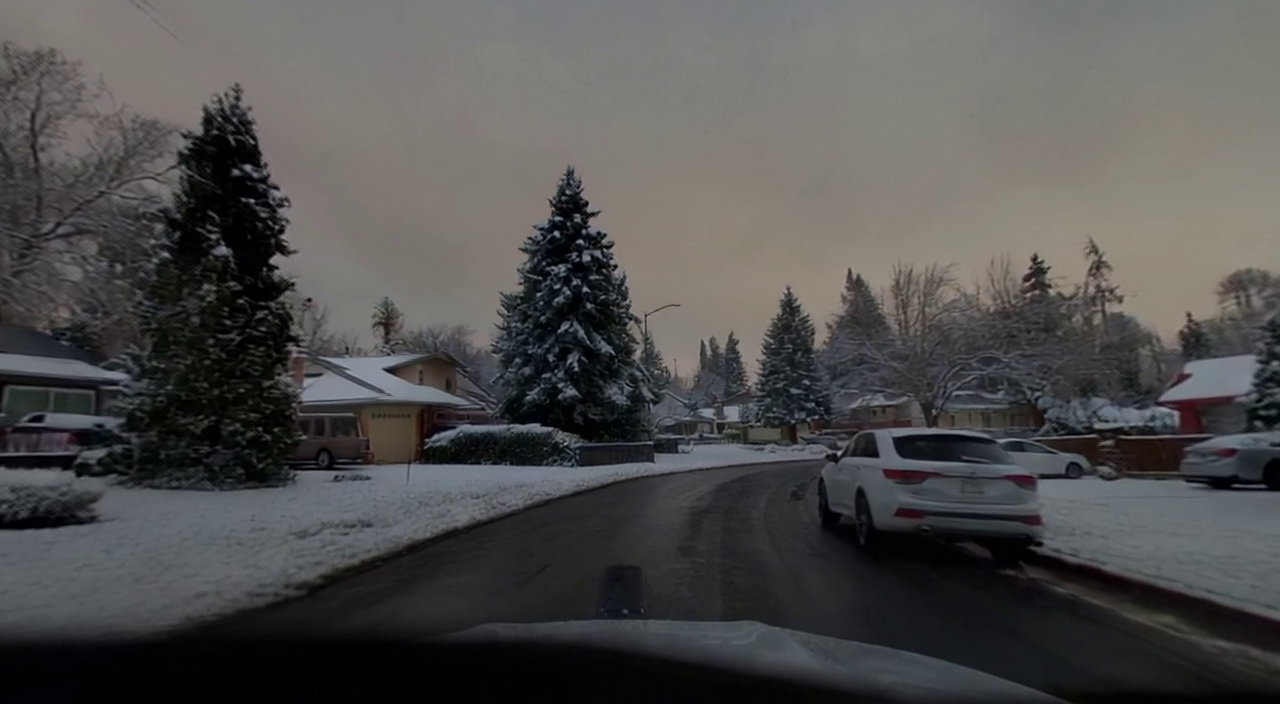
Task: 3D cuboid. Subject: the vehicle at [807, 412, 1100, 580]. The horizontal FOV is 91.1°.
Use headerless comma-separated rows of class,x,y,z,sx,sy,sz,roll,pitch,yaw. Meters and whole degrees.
vehicle,3.981,1.890,9.130,2.163,1.760,4.591,0,-9,4
